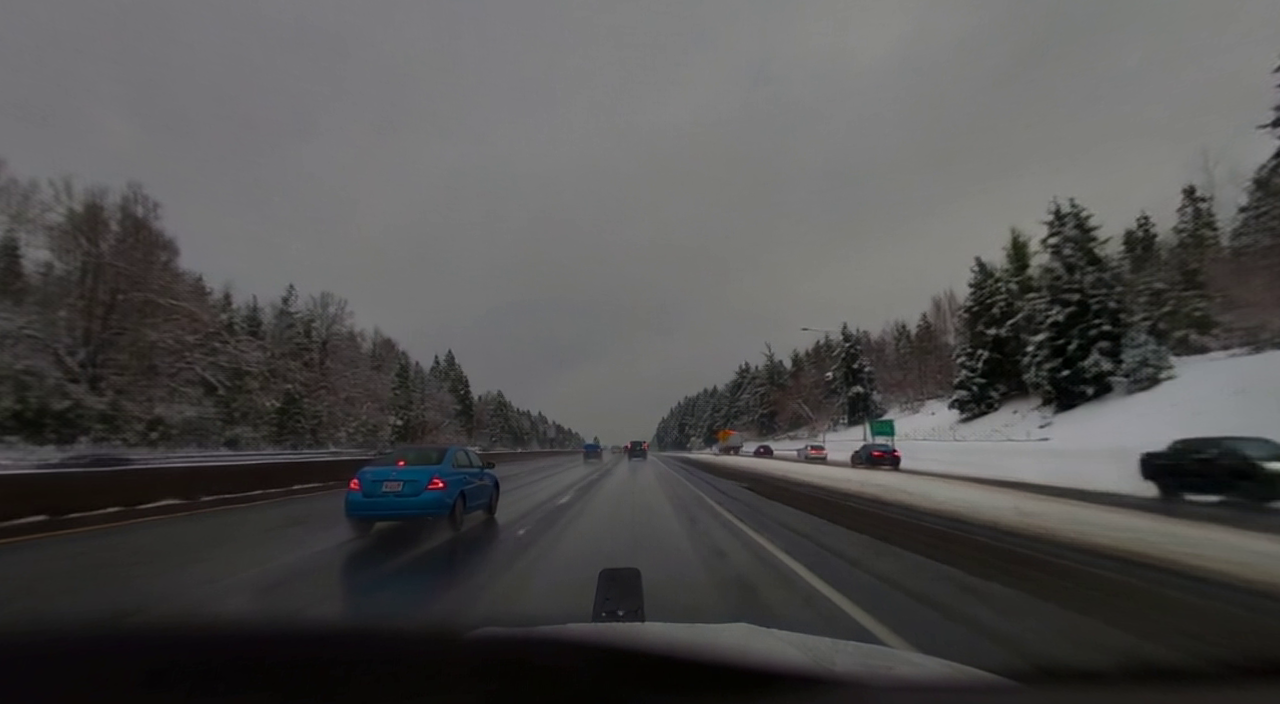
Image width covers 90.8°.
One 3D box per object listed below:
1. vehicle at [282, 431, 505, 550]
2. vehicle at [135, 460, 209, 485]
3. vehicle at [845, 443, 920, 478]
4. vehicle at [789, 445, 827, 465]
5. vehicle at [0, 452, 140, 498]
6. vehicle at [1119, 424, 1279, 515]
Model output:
[{"bbox_3d":[-3.712,2.153,10.478,2.020,1.554,4.137,0,-9,0],"label":"vehicle"},{"bbox_3d":[-33.198,8.530,45.003,1.835,1.541,4.587,0,-9,-2],"label":"vehicle"},{"bbox_3d":[11.416,5.136,30.141,1.940,1.496,4.992,-1,-9,4],"label":"vehicle"},{"bbox_3d":[13.124,8.064,49.652,1.873,1.463,4.937,-1,-9,2],"label":"vehicle"},{"bbox_3d":[-21.289,4.457,23.310,1.987,1.503,4.474,0,-9,-1],"label":"vehicle"},{"bbox_3d":[14.330,2.684,14.802,2.278,1.816,5.666,-1,-9,7],"label":"vehicle"}]
